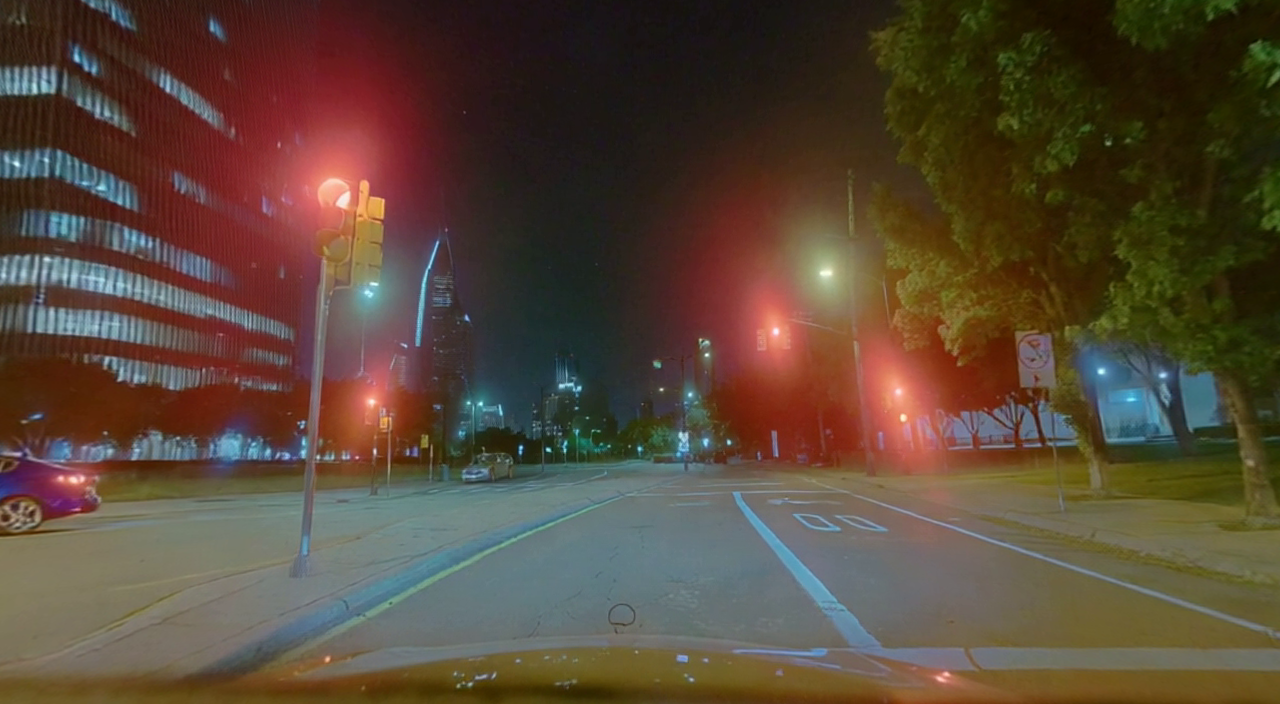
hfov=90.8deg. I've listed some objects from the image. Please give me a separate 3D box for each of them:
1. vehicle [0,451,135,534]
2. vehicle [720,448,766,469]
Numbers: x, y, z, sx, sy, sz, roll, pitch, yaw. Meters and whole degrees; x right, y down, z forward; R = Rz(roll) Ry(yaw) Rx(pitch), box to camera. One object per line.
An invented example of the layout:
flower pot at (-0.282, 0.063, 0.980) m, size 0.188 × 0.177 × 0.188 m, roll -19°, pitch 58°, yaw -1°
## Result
vehicle at (-12.859, 2.712, 12.270) m, size 4.598 × 1.490 × 1.816 m, roll 7°, pitch -11°, yaw -40°
vehicle at (7.857, 8.121, 48.415) m, size 1.829 × 1.440 × 4.384 m, roll 2°, pitch -9°, yaw -14°
